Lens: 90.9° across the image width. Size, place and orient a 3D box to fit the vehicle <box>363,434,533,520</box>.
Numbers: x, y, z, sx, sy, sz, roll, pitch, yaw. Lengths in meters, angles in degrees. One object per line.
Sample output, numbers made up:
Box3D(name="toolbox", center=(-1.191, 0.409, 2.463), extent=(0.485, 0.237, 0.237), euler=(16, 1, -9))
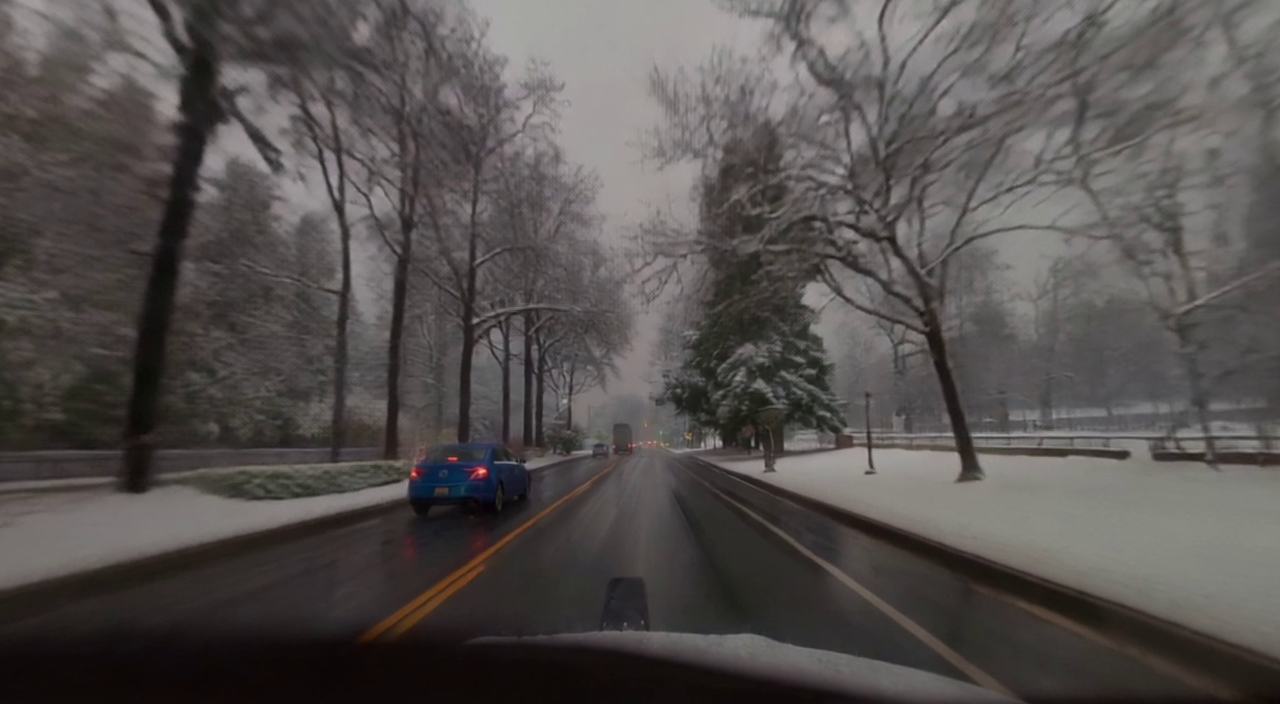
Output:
Box3D(name="vehicle", center=(-3.668, 2.475, 13.067), extent=(2.033, 1.454, 4.512), euler=(0, -8, 1))
